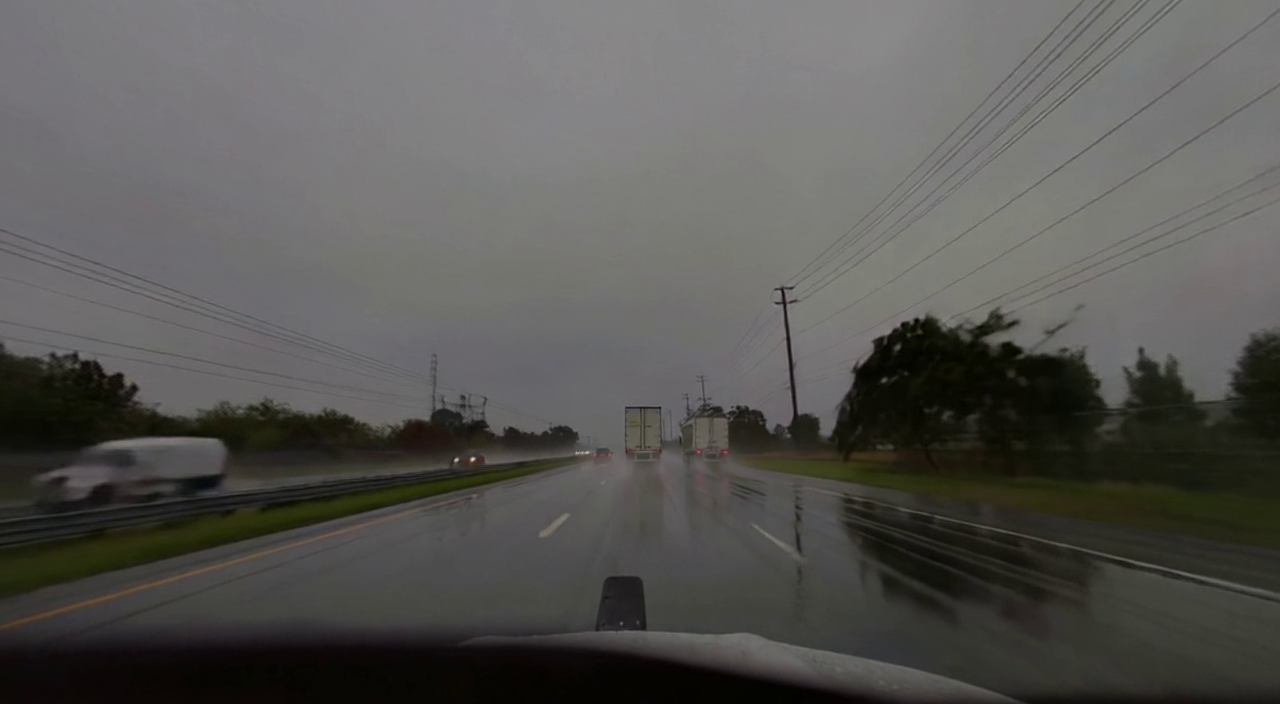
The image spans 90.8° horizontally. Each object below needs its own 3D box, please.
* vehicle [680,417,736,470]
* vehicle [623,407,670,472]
[{"bbox_3d":[4.605,6.513,44.519,2.938,3.378,8.820,0,-9,0],"label":"vehicle"},{"bbox_3d":[0.389,6.632,46.895,2.997,4.076,13.224,0,-9,0],"label":"vehicle"}]
